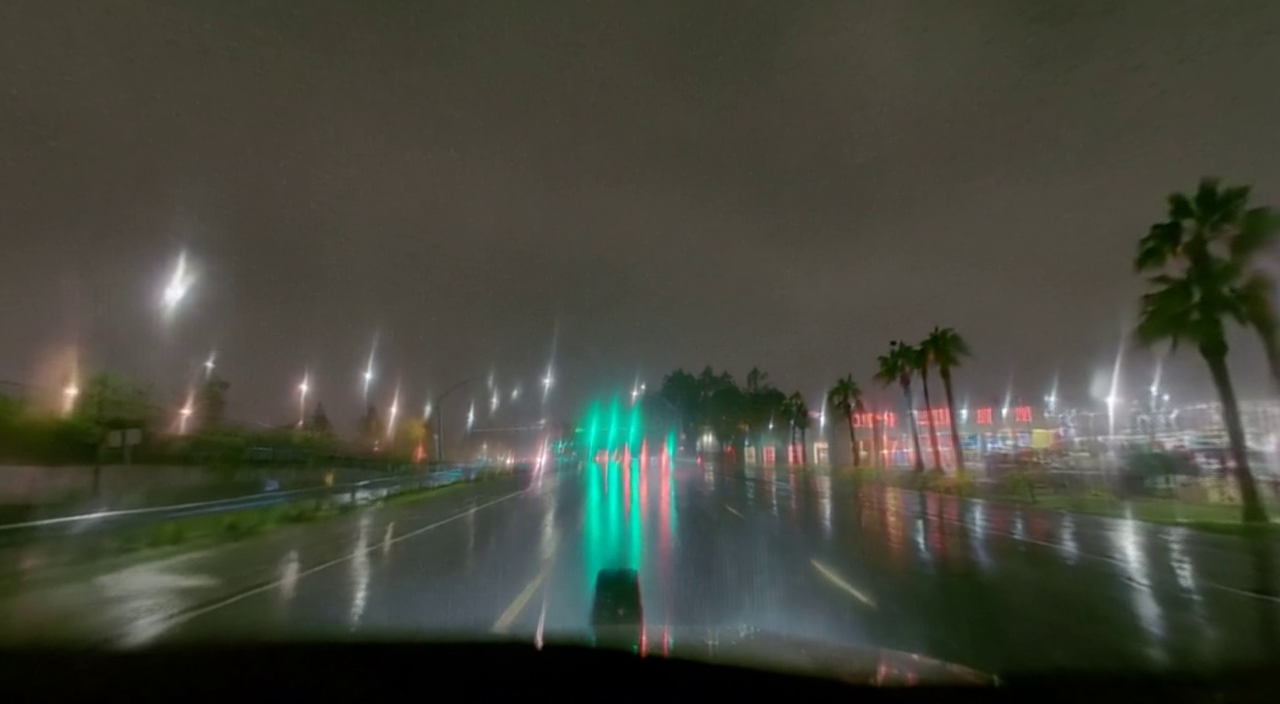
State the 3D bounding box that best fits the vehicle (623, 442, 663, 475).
[{"bbox_3d":[0.157,5.999,35.558,2.089,1.718,4.193,0,-9,0],"label":"vehicle"}]
